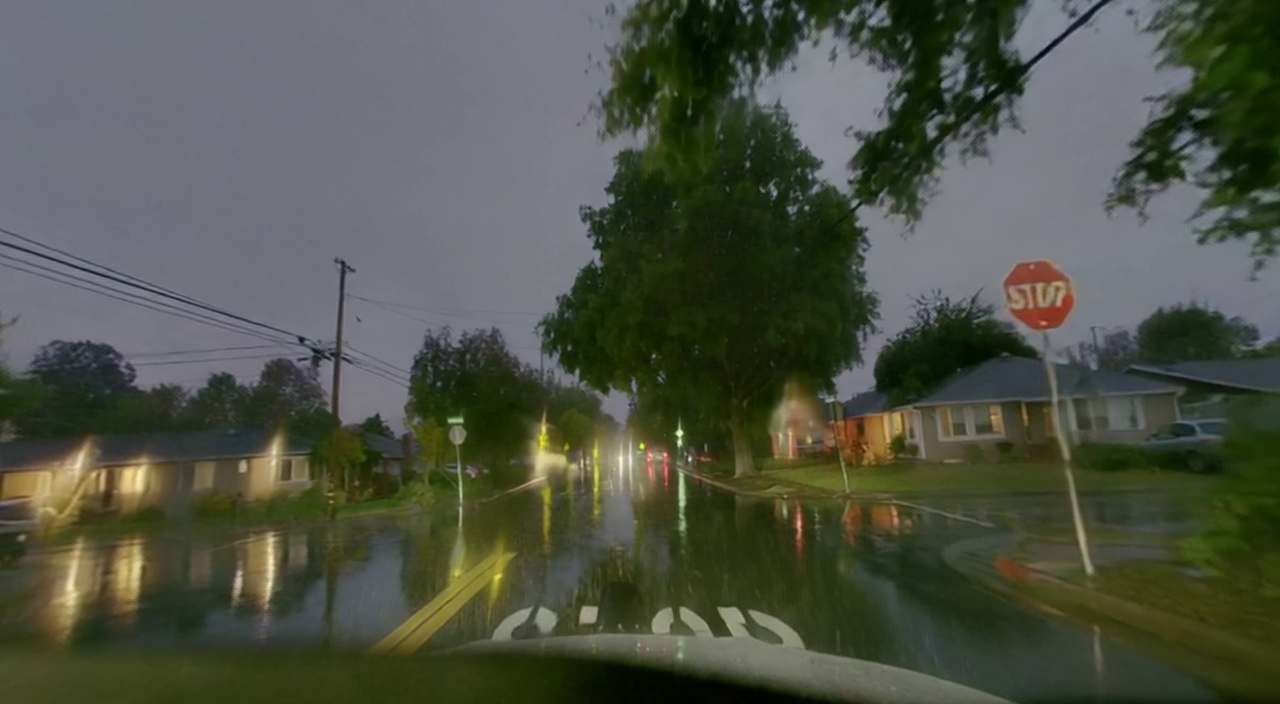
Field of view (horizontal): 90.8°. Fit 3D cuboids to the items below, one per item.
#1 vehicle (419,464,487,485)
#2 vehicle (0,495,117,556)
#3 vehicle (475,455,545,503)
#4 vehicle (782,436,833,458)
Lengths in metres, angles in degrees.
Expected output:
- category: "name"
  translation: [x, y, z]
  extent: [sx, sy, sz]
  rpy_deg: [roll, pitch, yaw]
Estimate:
- category: "vehicle"
  translation: [-14.099, 9.240, 47.677]
  extent: [4.601, 1.486, 1.876]
  rpy_deg: [-3, -9, 13]
- category: "vehicle"
  translation: [-23.551, 6.628, 24.396]
  extent: [5.429, 1.919, 2.159]
  rpy_deg: [-3, -9, 14]
- category: "vehicle"
  translation: [-6.166, 6.028, 30.473]
  extent: [2.149, 1.823, 4.613]
  rpy_deg: [-7, -9, 1]
- category: "vehicle"
  translation: [12.415, 7.085, 46.919]
  extent: [3.563, 1.551, 1.916]
  rpy_deg: [-2, -8, 12]
